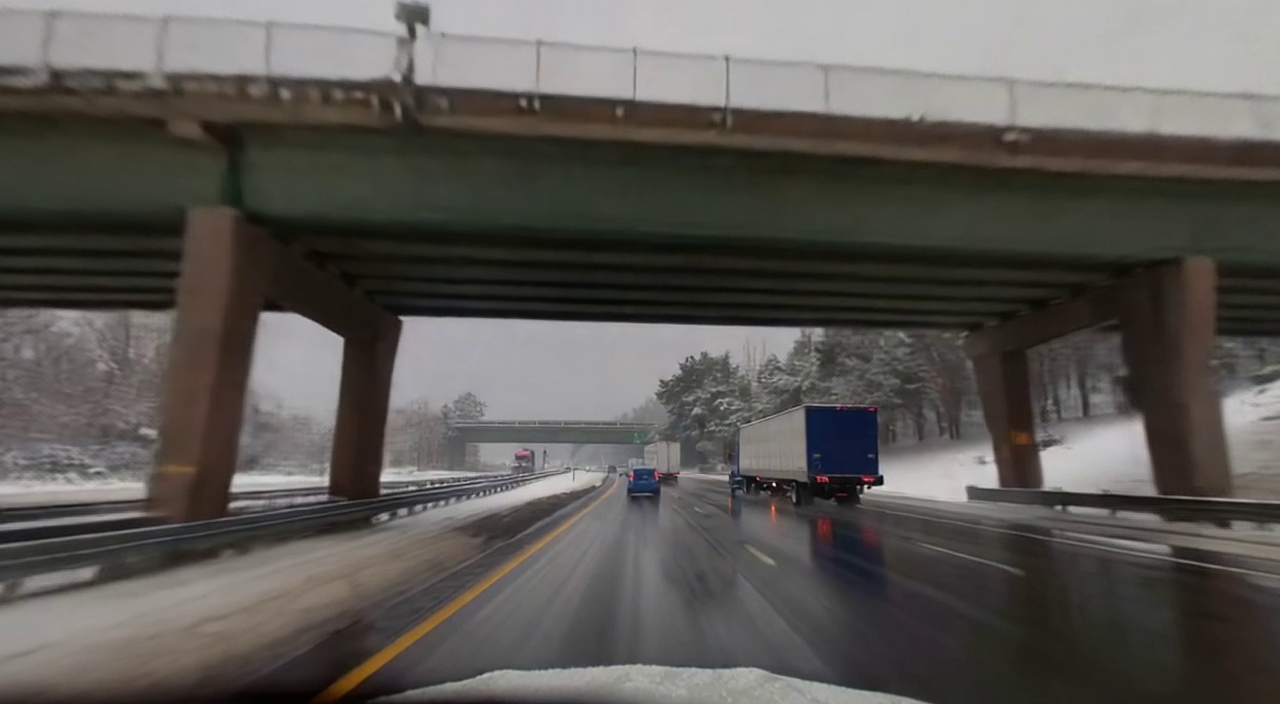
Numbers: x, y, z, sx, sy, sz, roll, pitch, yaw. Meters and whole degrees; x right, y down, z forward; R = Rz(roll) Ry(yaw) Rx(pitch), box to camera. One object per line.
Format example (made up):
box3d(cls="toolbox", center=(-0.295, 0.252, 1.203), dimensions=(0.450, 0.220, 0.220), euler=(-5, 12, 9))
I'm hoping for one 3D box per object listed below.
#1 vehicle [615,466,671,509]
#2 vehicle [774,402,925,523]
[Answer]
box3d(cls="vehicle", center=(0.130, 5.404, 25.414), dimensions=(2.067, 1.552, 3.601), euler=(1, -11, 0))
box3d(cls="vehicle", center=(7.321, 4.151, 23.561), dimensions=(2.839, 3.684, 8.091), euler=(1, -11, 0))
